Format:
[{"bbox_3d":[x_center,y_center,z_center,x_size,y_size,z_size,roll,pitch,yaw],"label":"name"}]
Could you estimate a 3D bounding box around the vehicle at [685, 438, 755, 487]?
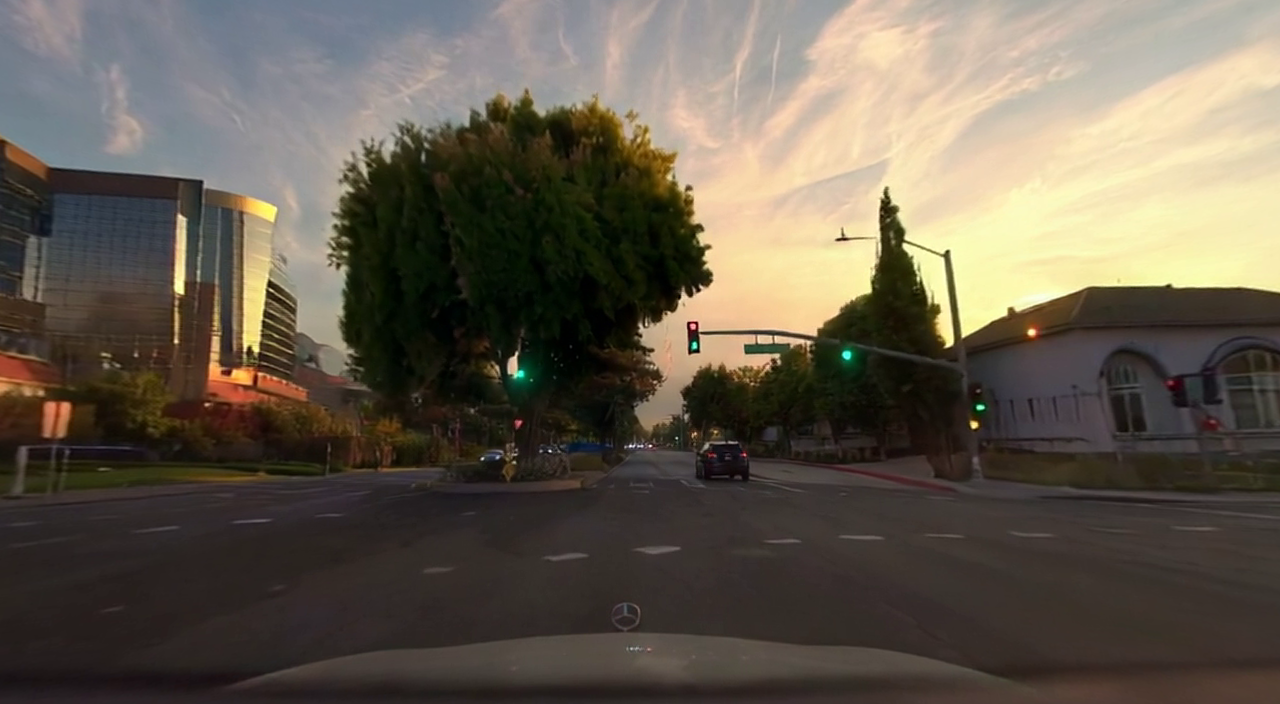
[{"bbox_3d":[3.144,4.458,25.858,2.095,1.759,4.862,0,-9,-2],"label":"vehicle"}]
